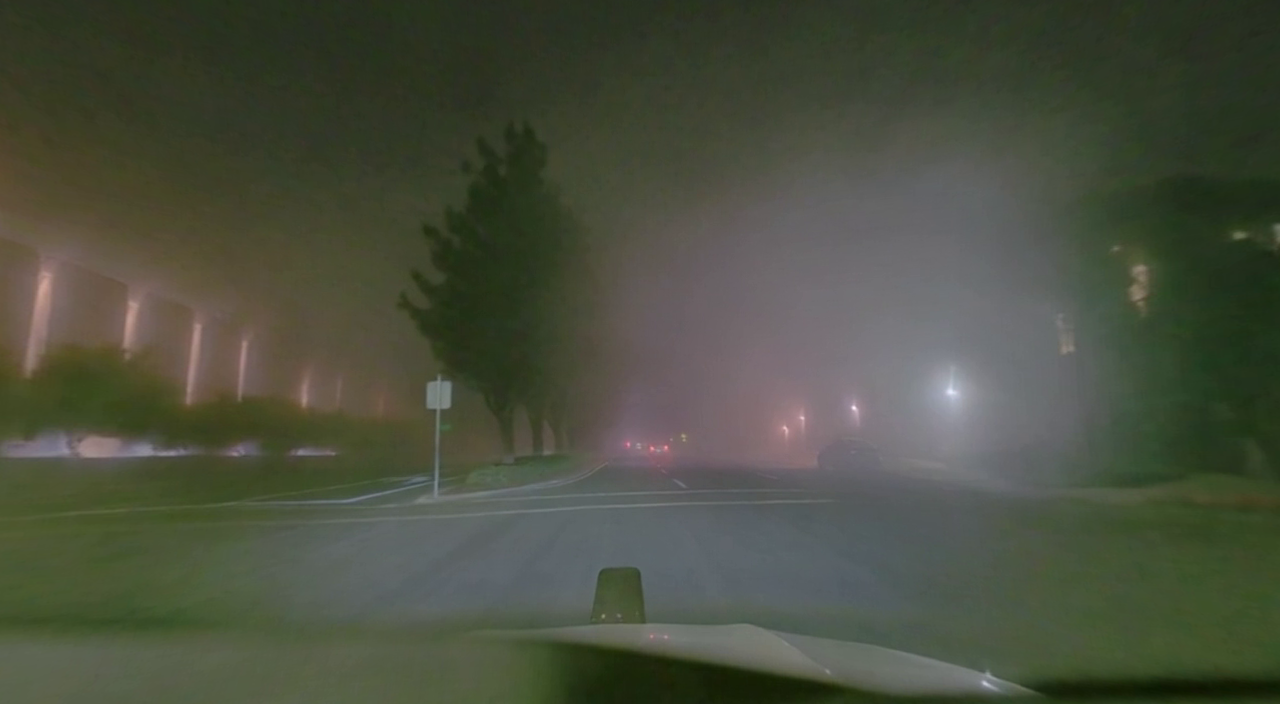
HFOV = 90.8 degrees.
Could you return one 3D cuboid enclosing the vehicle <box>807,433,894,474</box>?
[{"bbox_3d":[9.777,4.756,29.839,2.065,1.732,5.036,1,-8,-4],"label":"vehicle"}]
